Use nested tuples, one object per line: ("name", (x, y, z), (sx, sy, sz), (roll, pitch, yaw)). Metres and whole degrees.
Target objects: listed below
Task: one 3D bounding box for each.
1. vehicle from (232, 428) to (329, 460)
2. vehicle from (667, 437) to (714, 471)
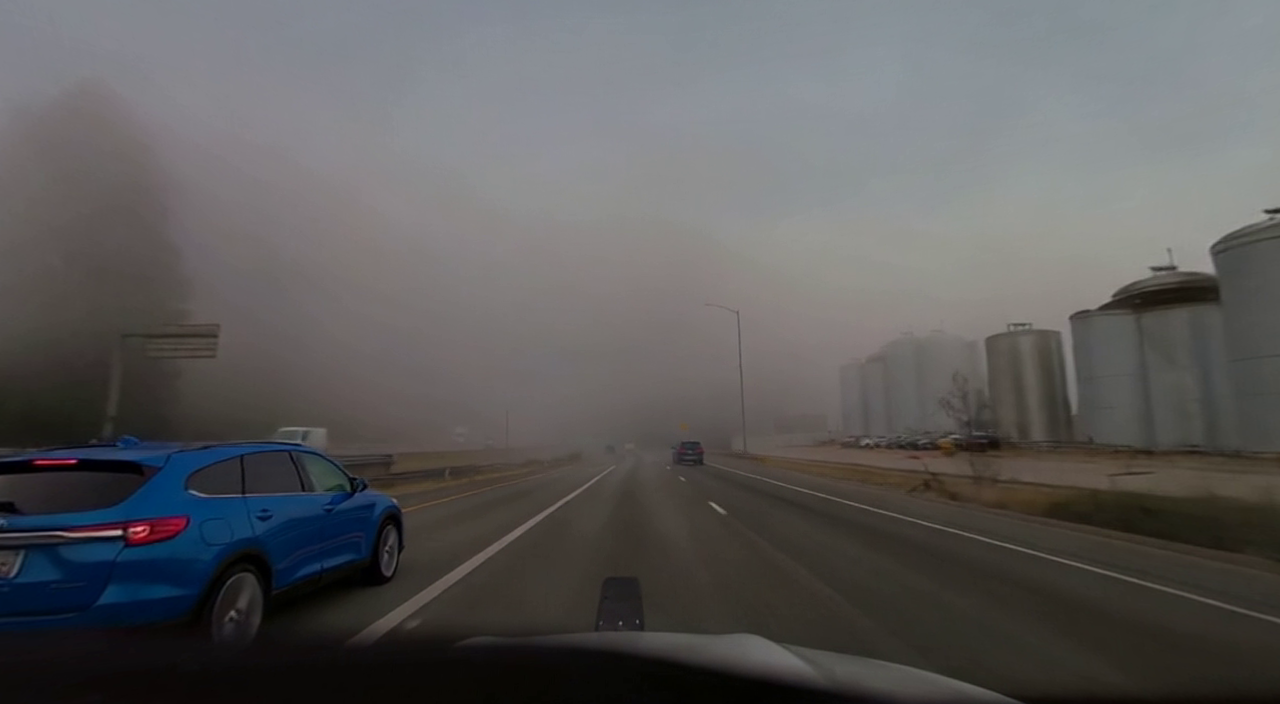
("vehicle", (-18.152, 4.683, 32.068), (2.023, 1.509, 4.540), (-1, -9, 4))
("vehicle", (2.858, 5.934, 36.817), (2.296, 1.790, 5.067), (0, -9, -1))
